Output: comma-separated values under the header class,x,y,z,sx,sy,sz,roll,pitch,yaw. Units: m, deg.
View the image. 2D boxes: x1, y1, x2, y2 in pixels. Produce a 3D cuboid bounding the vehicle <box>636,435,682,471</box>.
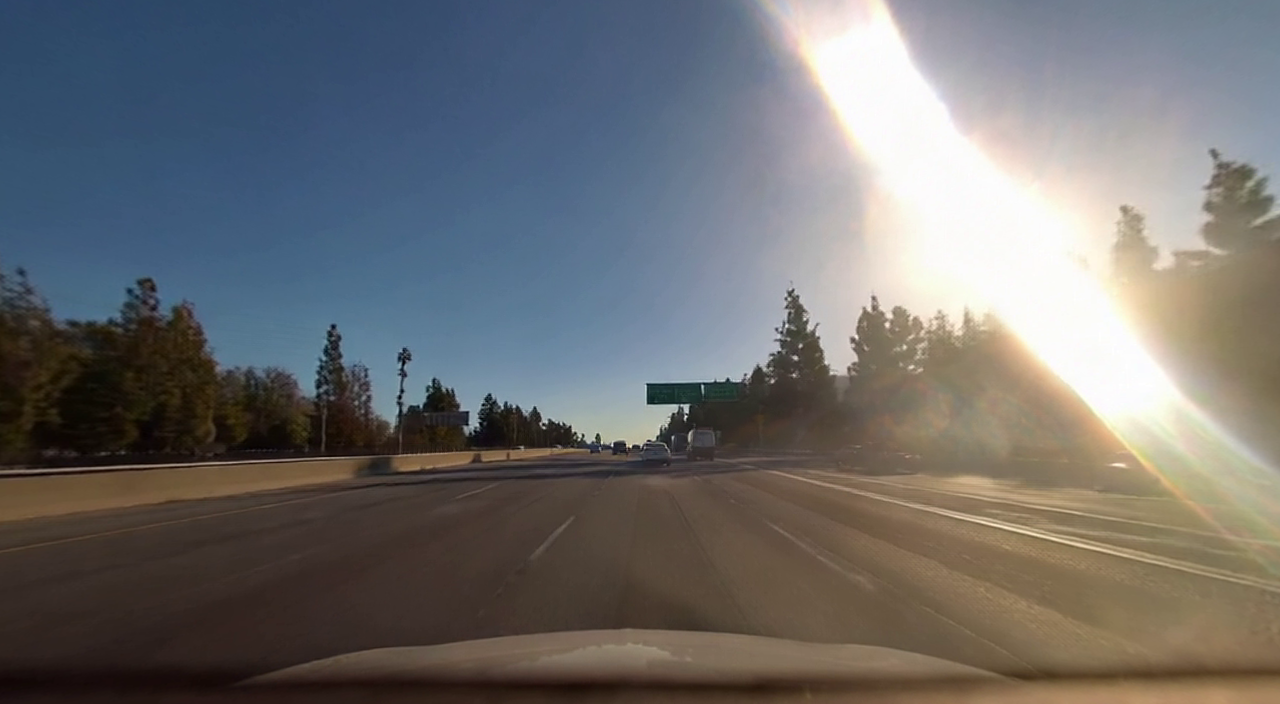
class,x,y,z,sx,sy,sz,roll,pitch,yaw
vehicle,0.945,5.400,33.961,2.260,1.766,4.348,0,-8,0
